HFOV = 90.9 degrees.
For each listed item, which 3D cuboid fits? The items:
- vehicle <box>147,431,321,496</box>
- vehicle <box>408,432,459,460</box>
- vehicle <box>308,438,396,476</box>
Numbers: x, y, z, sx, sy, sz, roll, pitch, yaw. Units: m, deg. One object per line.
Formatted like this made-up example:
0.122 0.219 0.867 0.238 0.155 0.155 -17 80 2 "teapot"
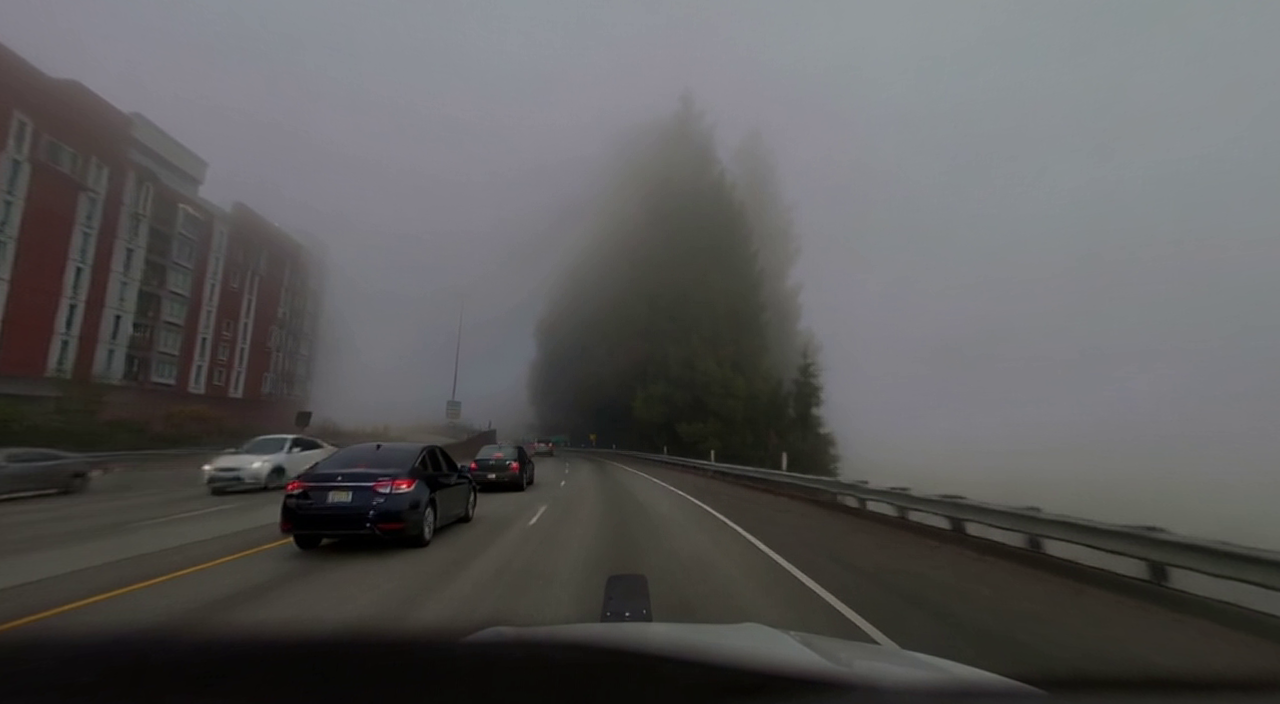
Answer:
-10.813 2.993 17.288 1.957 1.514 4.528 0 -8 -3 "vehicle"
-13.398 6.145 41.234 2.078 1.664 4.595 0 -8 -4 "vehicle"
-12.015 4.391 26.630 1.950 1.437 4.326 0 -8 -5 "vehicle"
